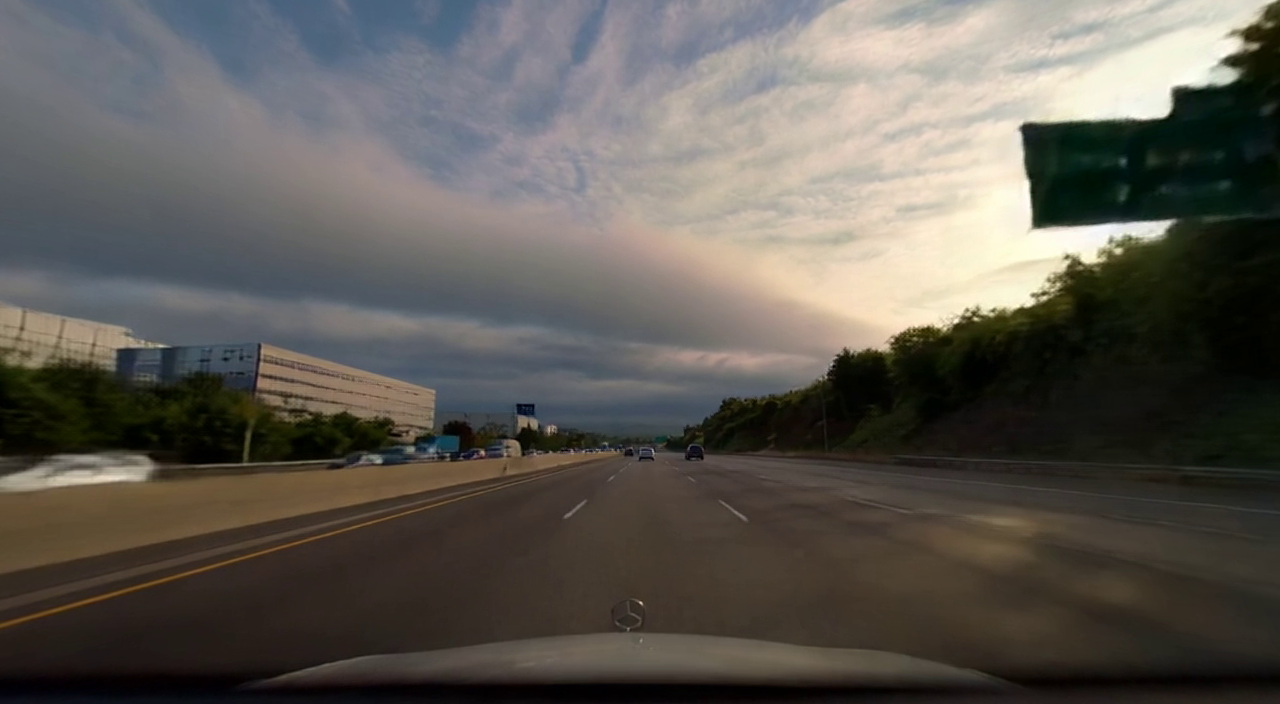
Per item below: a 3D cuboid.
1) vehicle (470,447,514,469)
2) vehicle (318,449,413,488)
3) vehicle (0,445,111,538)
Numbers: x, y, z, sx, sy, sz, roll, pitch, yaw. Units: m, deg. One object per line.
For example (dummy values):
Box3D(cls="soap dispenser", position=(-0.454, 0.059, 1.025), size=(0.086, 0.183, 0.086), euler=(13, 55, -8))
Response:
Box3D(cls="vehicle", position=(-10.698, 7.717, 45.871), size=(2.064, 1.477, 4.488), euler=(-1, -9, 2))
Box3D(cls="vehicle", position=(-11.251, 4.781, 26.207), size=(1.847, 1.440, 4.488), euler=(-1, -9, 1))
Box3D(cls="vehicle", position=(-11.067, 2.162, 9.629), size=(1.953, 1.442, 4.571), euler=(-1, -9, 1))
